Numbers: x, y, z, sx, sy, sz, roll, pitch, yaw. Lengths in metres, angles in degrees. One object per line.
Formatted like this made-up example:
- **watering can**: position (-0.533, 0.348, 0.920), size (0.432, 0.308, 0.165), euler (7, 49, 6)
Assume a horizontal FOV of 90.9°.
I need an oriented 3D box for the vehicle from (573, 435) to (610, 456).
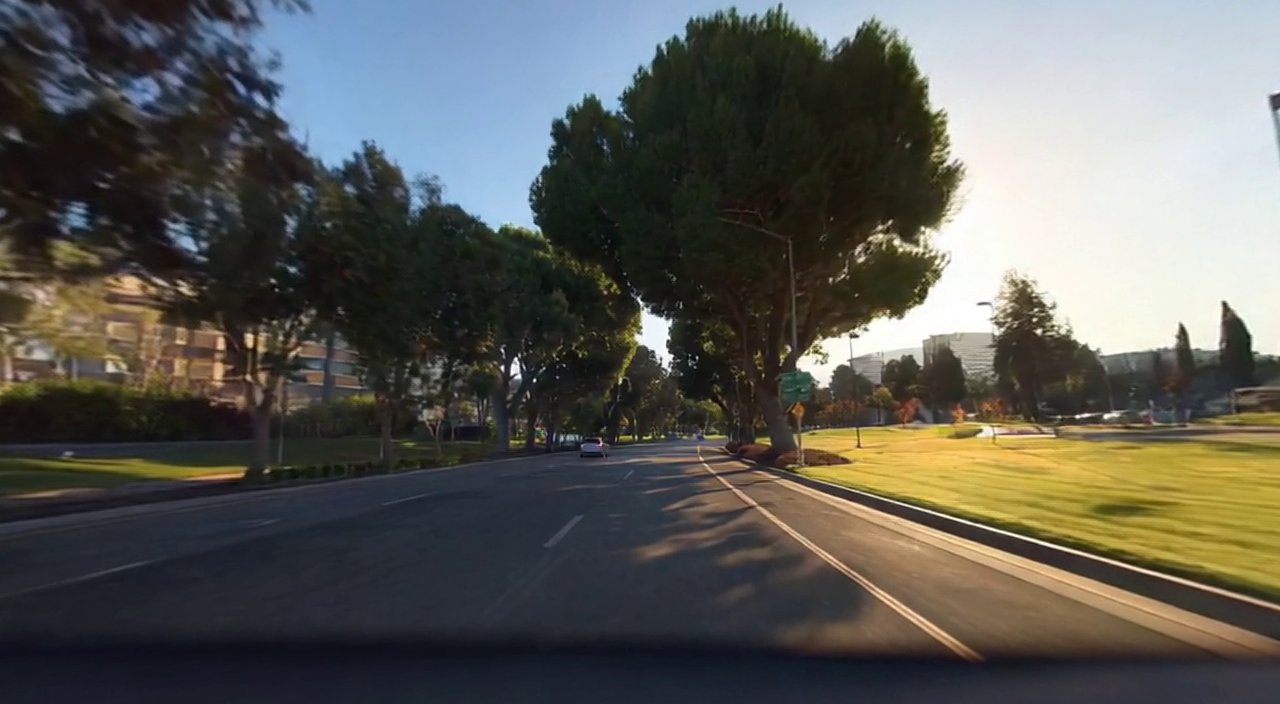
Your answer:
- **vehicle**: position (-3.570, 6.970, 47.051), size (1.945, 1.461, 4.605), euler (-1, -8, 6)
